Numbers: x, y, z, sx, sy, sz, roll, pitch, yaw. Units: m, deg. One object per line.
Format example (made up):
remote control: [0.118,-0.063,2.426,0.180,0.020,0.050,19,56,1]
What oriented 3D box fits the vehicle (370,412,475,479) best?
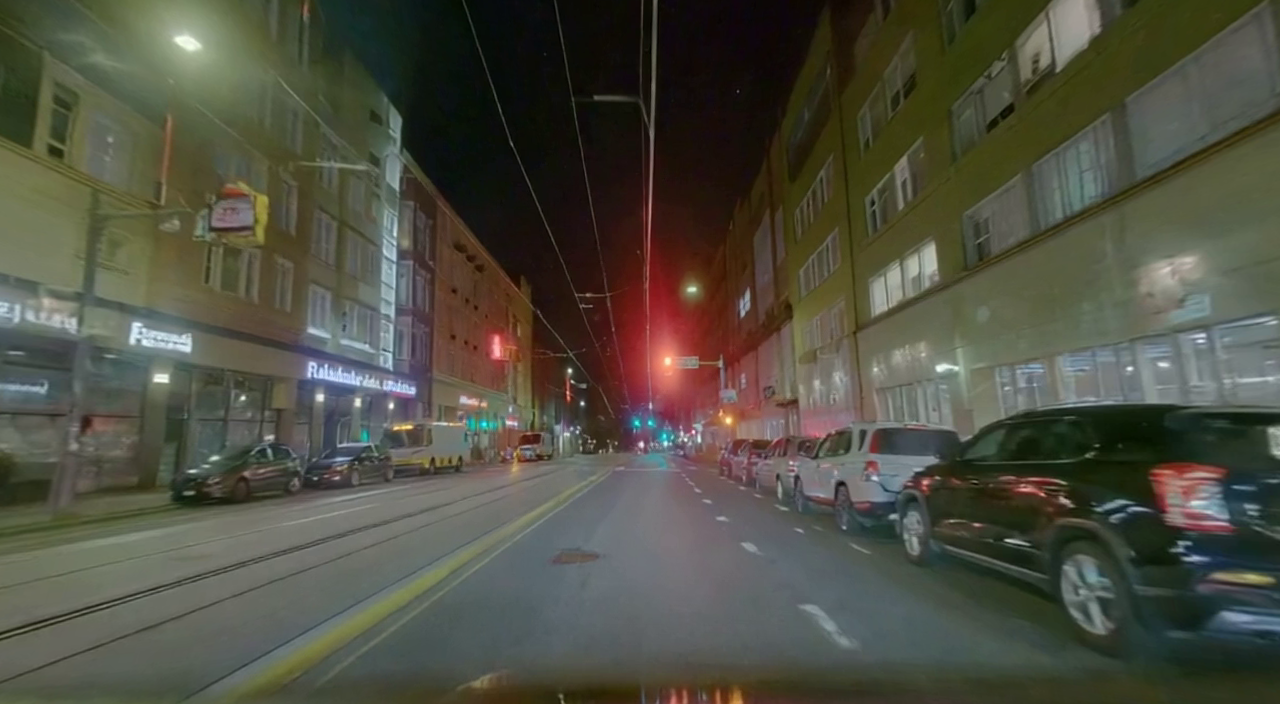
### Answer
vehicle: [-9.897,4.394,29.465,2.291,2.745,6.492,0,-9,3]

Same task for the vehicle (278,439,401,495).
vehicle: [-9.914,3.784,21.241,1.837,1.668,4.354,-1,-8,3]

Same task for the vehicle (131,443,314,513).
vehicle: [-10.192,3.043,15.789,1.841,1.488,3.852,0,-8,2]

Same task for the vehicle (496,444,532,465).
vehicle: [-9.460,7.719,47.495,1.897,1.464,4.209,0,-8,-1]

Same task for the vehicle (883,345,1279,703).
vehicle: [3.591,1.087,4.563,1.879,1.645,4.461,0,-8,0]
